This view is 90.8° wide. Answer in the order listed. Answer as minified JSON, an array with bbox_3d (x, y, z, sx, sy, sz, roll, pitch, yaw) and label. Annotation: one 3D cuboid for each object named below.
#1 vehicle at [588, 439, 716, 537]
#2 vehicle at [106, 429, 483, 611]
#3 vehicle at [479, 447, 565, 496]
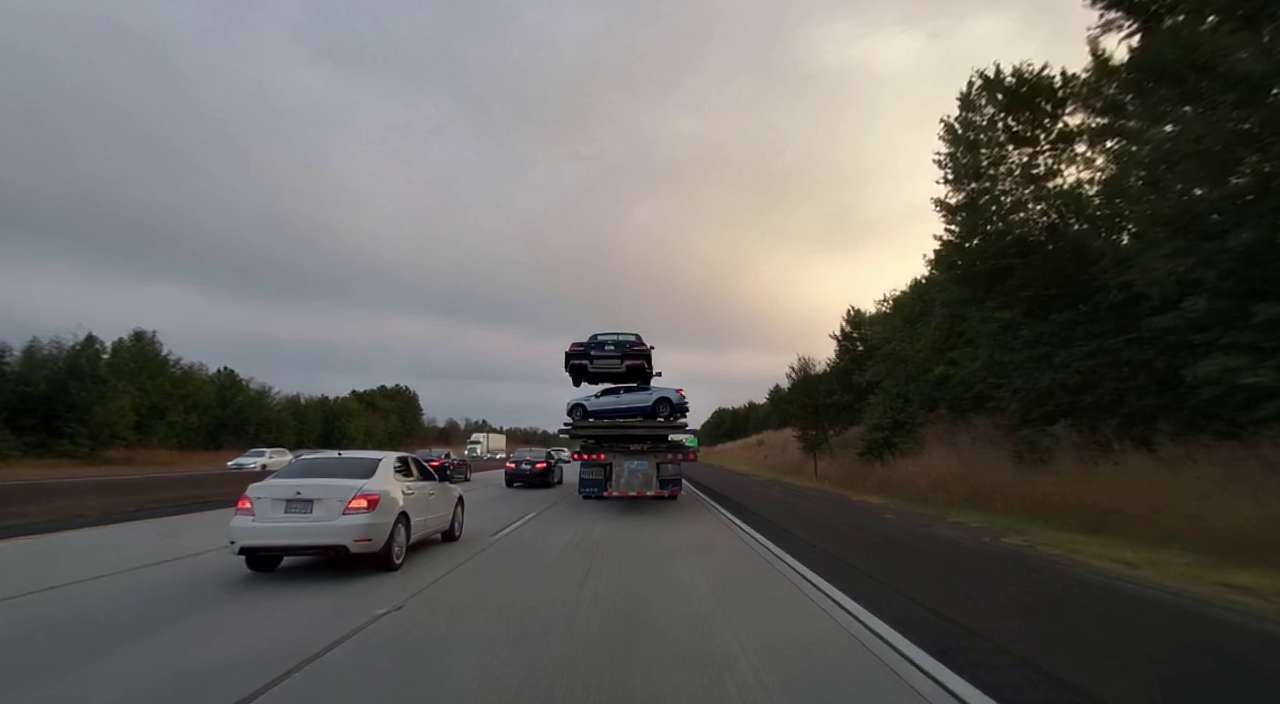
[{"bbox_3d":[0.160,2.393,11.607,1.991,1.507,3.391,0,-9,-1],"label":"vehicle"},{"bbox_3d":[-3.376,1.704,7.229,2.149,1.497,3.753,0,-9,0],"label":"vehicle"},{"bbox_3d":[-3.838,3.956,21.330,1.947,1.470,4.526,0,-9,1],"label":"vehicle"}]
